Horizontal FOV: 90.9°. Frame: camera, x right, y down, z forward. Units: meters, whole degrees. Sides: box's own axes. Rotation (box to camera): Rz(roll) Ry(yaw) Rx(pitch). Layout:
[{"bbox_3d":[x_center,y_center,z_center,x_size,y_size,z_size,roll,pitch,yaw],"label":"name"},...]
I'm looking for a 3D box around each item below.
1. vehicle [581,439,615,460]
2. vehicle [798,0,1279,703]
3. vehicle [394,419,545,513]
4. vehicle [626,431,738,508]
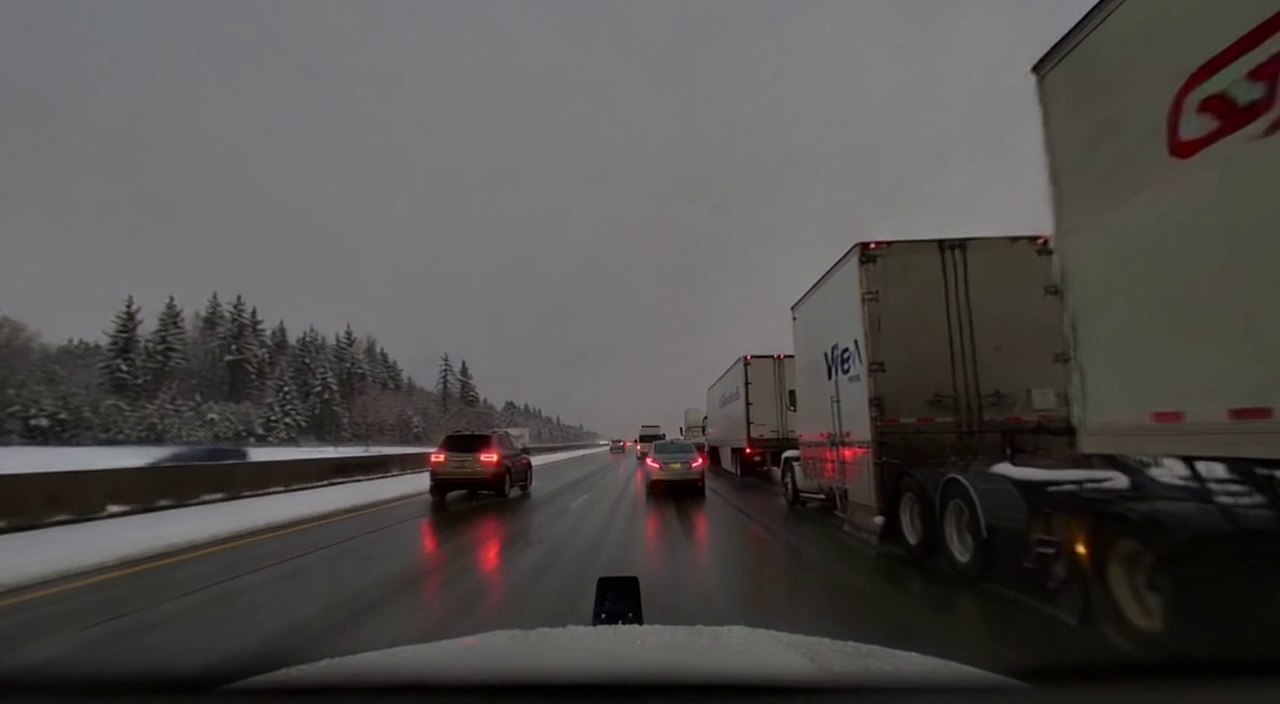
[{"bbox_3d":[-3.191,7.518,48.995,2.181,1.538,4.169,0,-8,2],"label":"vehicle"},{"bbox_3d":[4.536,-0.270,4.117,2.967,4.347,15.373,0,-8,0],"label":"vehicle"},{"bbox_3d":[-3.512,2.419,14.008,2.006,1.729,4.447,0,-8,2],"label":"vehicle"},{"bbox_3d":[0.814,2.606,14.606,2.200,1.495,4.282,0,-8,0],"label":"vehicle"}]
